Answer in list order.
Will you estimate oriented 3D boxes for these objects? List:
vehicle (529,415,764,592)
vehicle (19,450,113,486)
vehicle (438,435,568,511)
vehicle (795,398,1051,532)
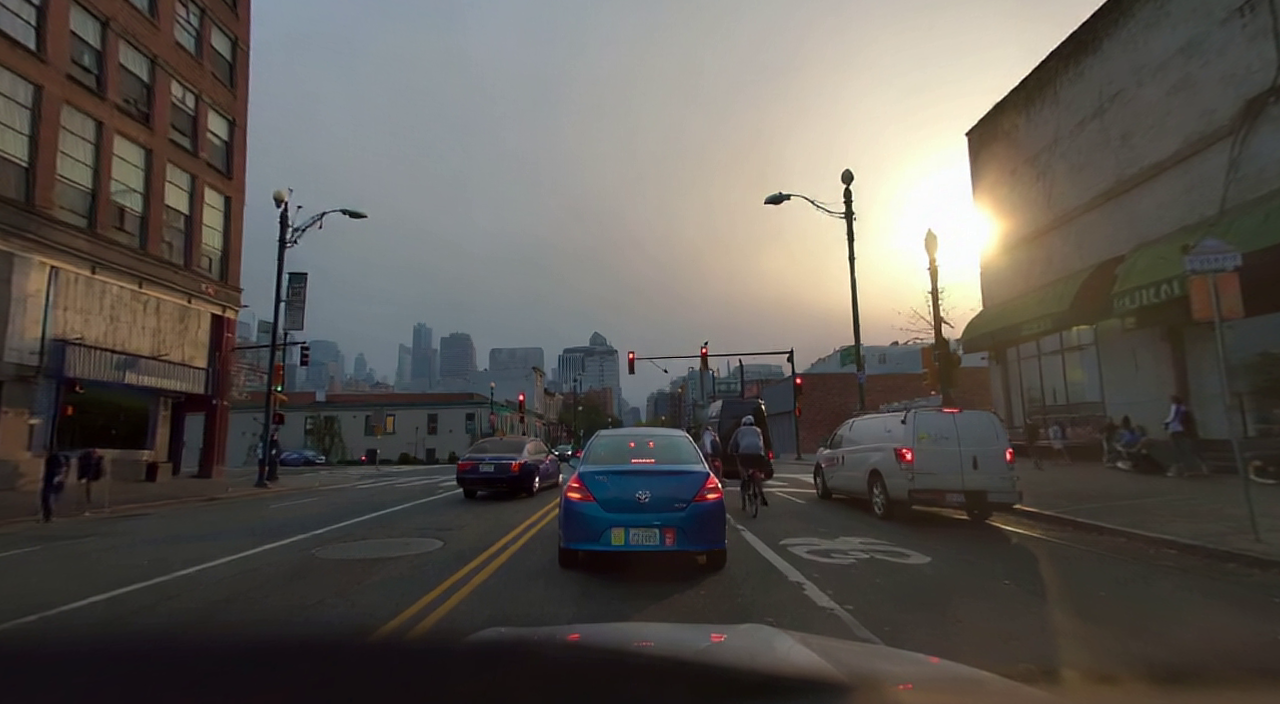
[{"bbox_3d":[0.035,1.652,7.700,2.091,1.557,4.000,0,-9,-1],"label":"vehicle"},{"bbox_3d":[-30.231,6.081,33.399,2.264,1.722,4.721,4,-9,-25],"label":"vehicle"},{"bbox_3d":[-2.939,2.711,14.635,2.039,1.452,4.489,0,-9,0],"label":"vehicle"},{"bbox_3d":[4.515,1.917,11.145,2.142,1.829,4.767,0,-9,-2],"label":"vehicle"}]
